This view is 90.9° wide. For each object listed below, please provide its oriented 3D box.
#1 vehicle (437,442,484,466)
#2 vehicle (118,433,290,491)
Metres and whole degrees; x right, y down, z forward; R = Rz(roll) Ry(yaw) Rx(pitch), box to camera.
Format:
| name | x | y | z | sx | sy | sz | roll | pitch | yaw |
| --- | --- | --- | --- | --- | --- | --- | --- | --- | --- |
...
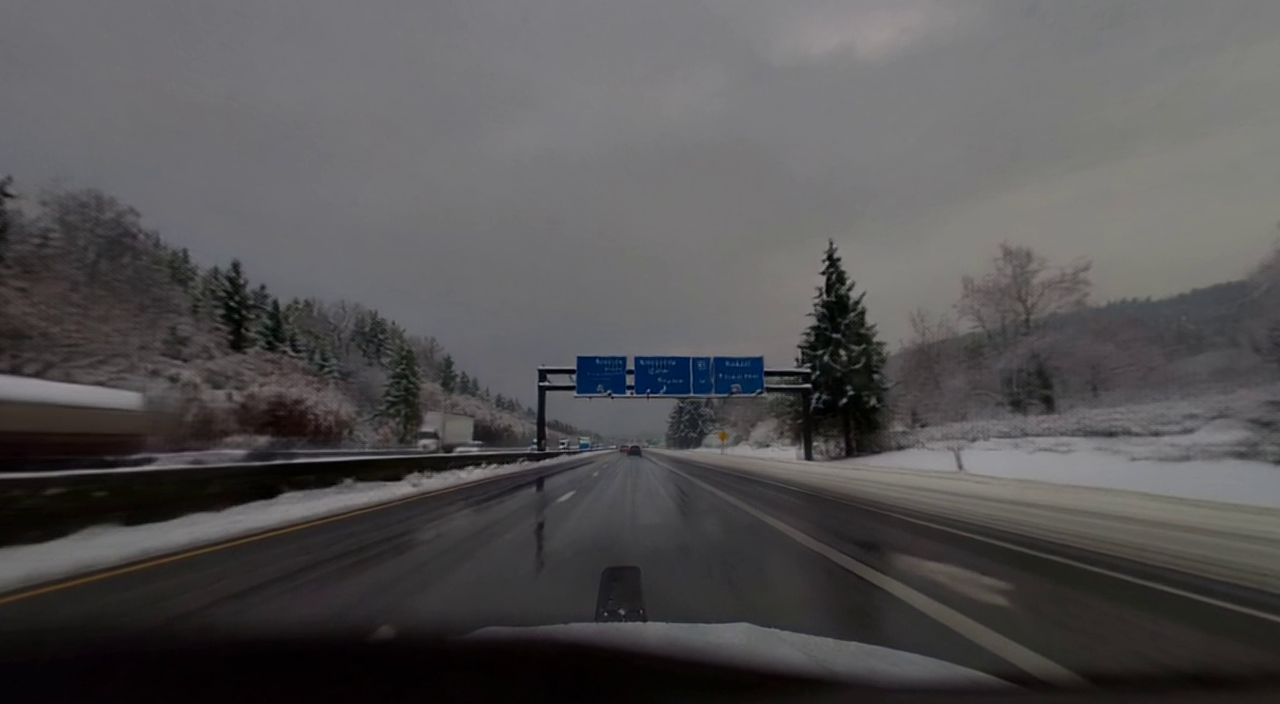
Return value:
| name | x | y | z | sx | sy | sz | roll | pitch | yaw |
| --- | --- | --- | --- | --- | --- | --- | --- | --- | --- |
| vehicle | -11.865 | 6.784 | 41.851 | 1.933 | 1.477 | 4.317 | 0 | -9 | -1 |
| vehicle | -12.082 | 3.083 | 17.898 | 1.775 | 1.404 | 4.322 | 0 | -9 | 0 |
